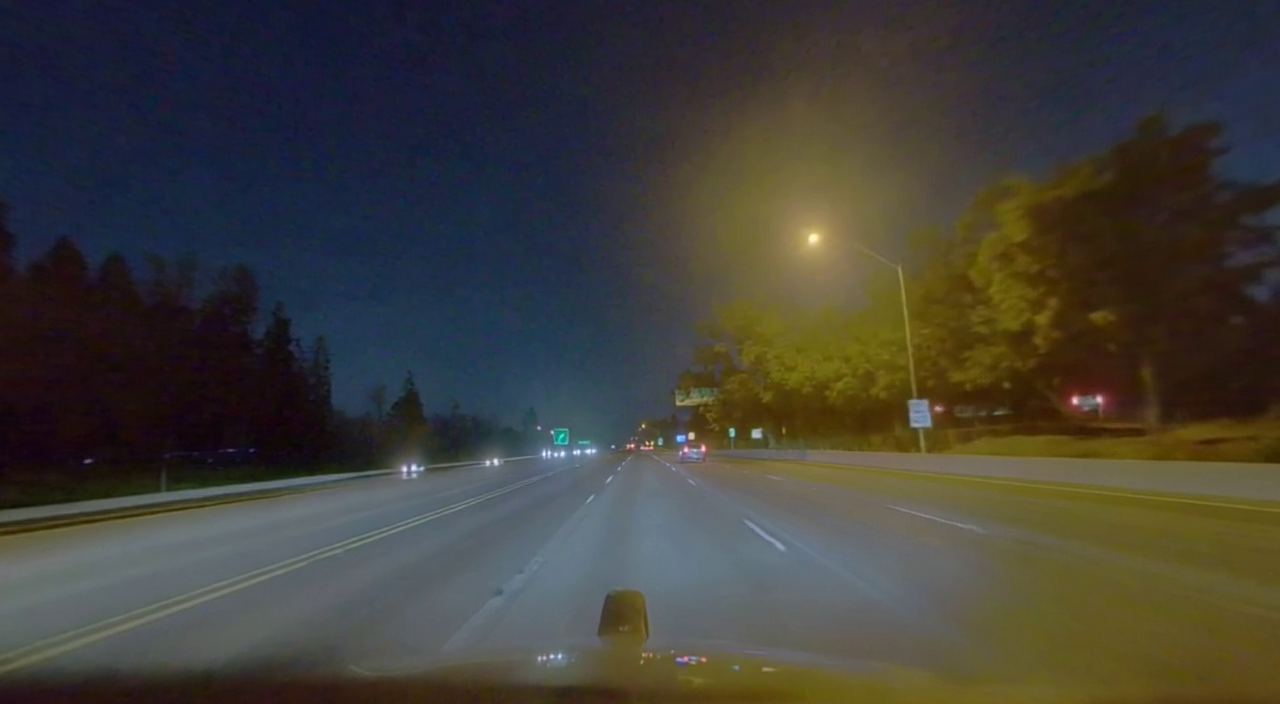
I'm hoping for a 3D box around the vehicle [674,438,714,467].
[{"bbox_3d":[3.406,6.469,40.604,2.099,1.748,4.331,0,-8,-2],"label":"vehicle"}]
